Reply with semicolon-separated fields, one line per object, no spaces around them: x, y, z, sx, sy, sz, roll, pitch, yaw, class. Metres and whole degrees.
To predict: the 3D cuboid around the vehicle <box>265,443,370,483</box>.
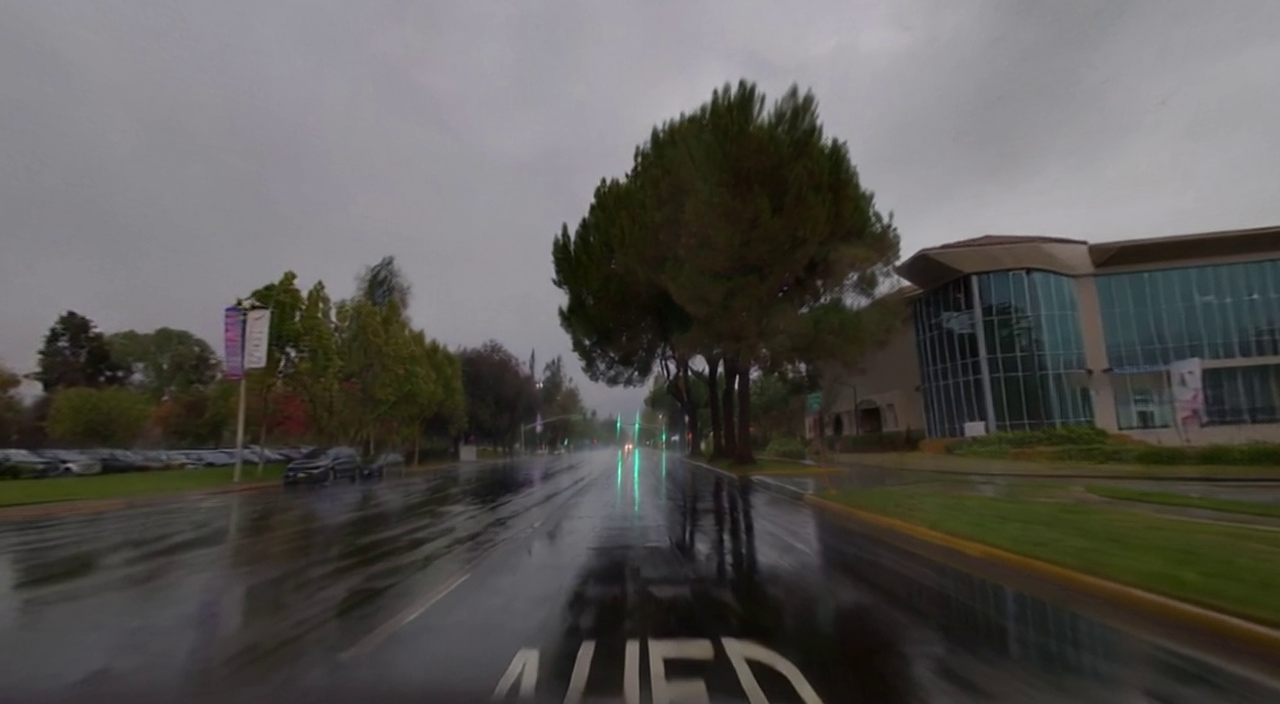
-17.386;6.005;34.346;2.617;1.997;5.830;0;-9;0;vehicle

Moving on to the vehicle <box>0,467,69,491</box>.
-47.787;9.929;49.201;1.997;1.624;4.576;-3;-9;-4;vehicle

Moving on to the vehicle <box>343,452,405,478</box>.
-17.521;7.427;41.582;1.933;1.521;4.771;0;-9;1;vehicle
